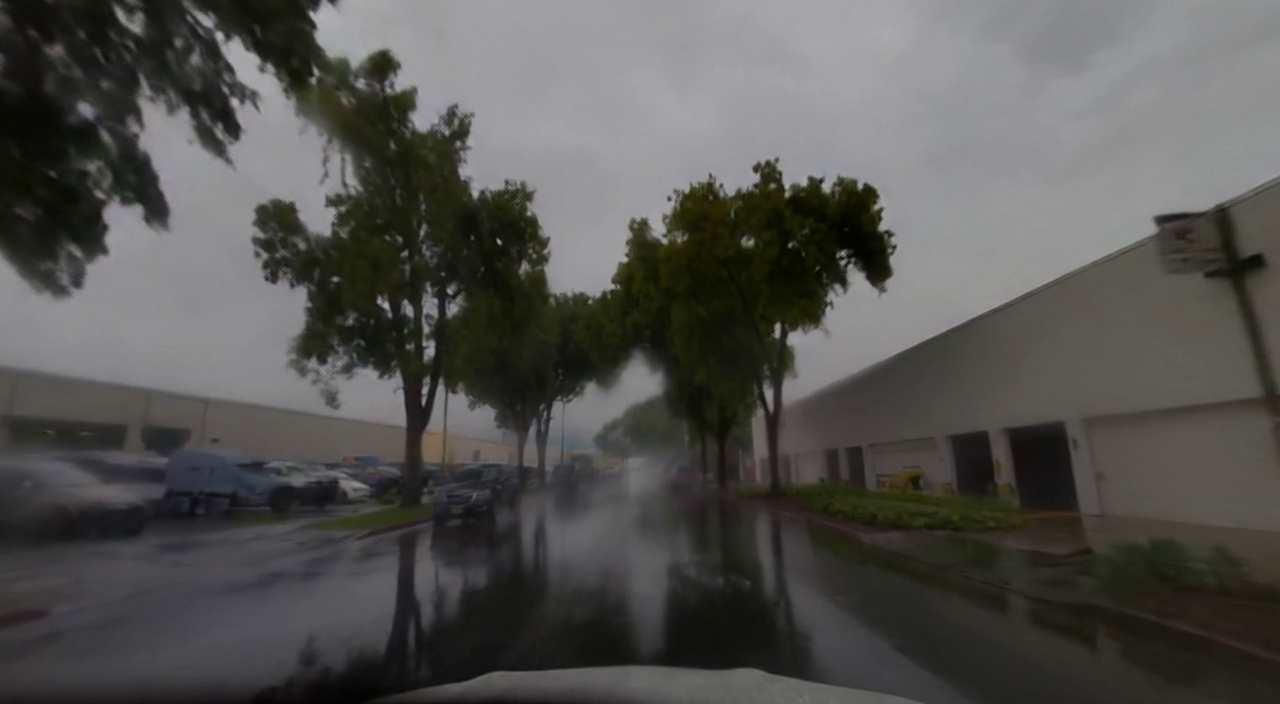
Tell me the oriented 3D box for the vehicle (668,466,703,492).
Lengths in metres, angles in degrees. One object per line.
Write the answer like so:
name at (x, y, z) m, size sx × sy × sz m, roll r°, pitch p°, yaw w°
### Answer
vehicle at (2.705, 7.728, 38.450) m, size 1.819 × 1.446 × 3.909 m, roll 1°, pitch -11°, yaw 0°

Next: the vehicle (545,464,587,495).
vehicle at (-4.127, 7.192, 35.709) m, size 1.835 × 1.625 × 3.674 m, roll 0°, pitch -11°, yaw 1°

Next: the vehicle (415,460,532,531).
vehicle at (-4.382, 3.844, 17.409) m, size 1.927 × 1.580 × 4.556 m, roll -1°, pitch -9°, yaw 1°
